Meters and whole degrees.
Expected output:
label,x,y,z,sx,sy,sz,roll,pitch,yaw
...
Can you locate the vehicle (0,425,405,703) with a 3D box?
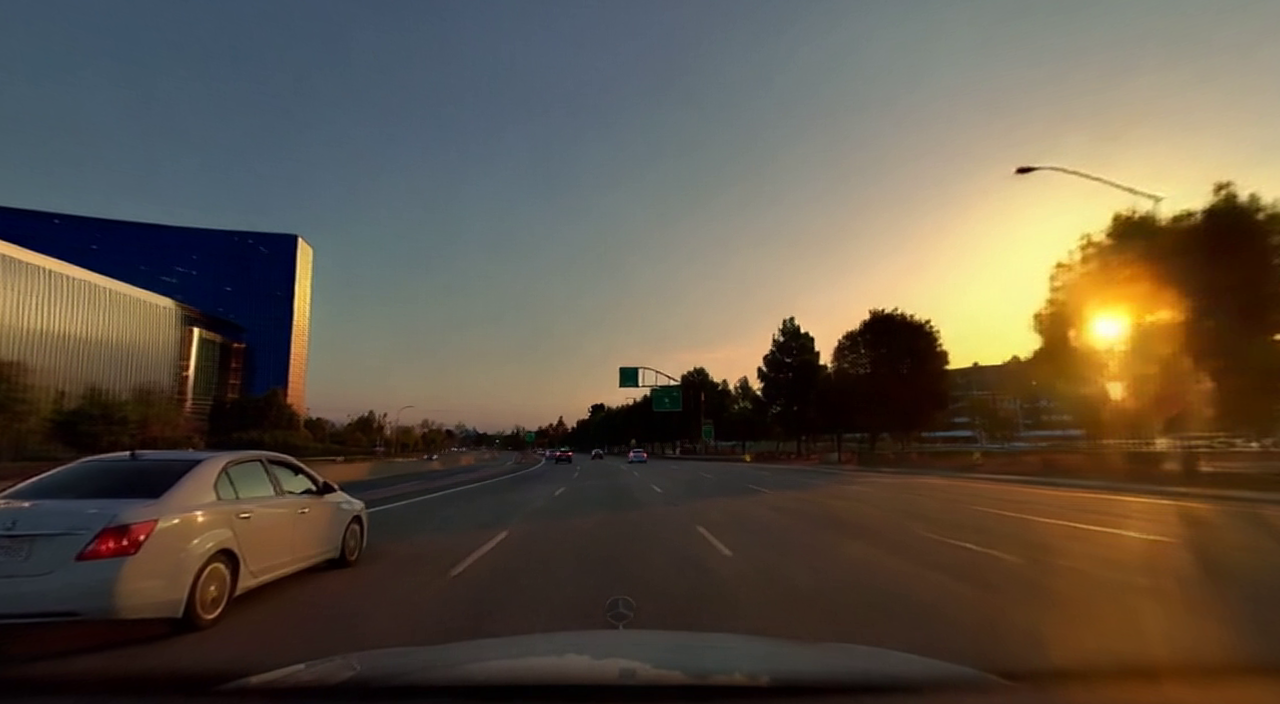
label,x,y,z,sx,sy,sz,roll,pitch,yaw
vehicle,-3.840,1.437,5.402,2.018,1.476,4.364,0,-8,-1
